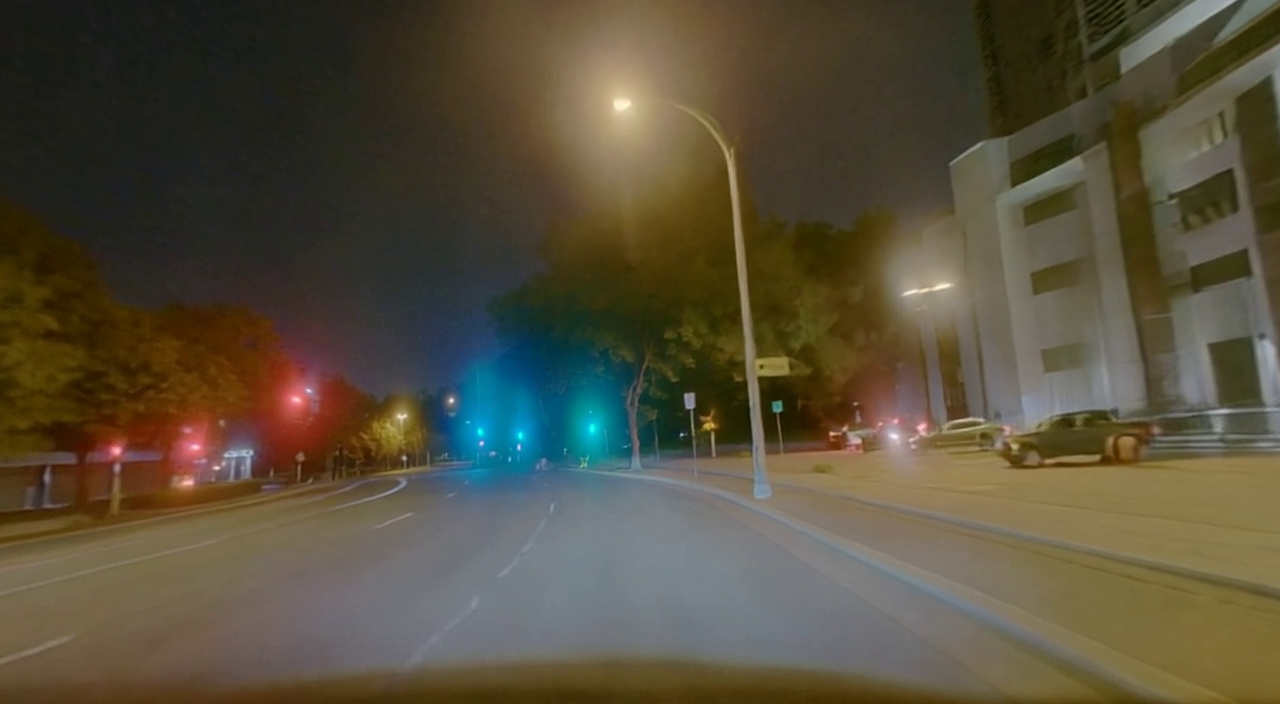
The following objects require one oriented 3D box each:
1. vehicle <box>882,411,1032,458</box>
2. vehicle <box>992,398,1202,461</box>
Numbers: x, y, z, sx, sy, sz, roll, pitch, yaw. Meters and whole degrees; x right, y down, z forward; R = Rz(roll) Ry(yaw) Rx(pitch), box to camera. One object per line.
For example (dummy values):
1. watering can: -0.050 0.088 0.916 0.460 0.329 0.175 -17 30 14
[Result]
1. vehicle: 11.269 2.966 22.573 4.400 1.584 1.964 1 -9 -11
2. vehicle: 12.341 2.145 17.239 4.332 1.581 2.028 1 -9 -9
